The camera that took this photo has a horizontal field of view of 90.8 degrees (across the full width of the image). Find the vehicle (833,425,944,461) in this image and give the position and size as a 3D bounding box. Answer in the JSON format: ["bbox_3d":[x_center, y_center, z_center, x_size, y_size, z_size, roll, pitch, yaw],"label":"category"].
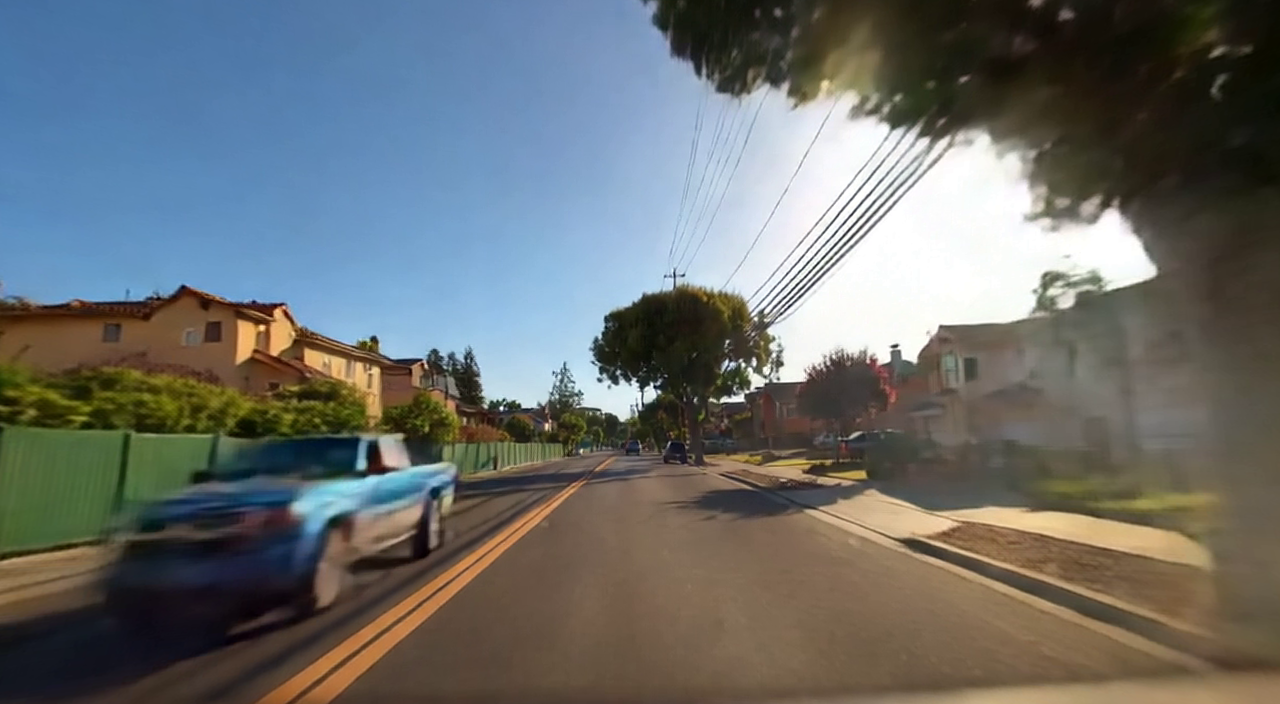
[{"bbox_3d":[12.545,4.626,32.155,4.701,1.745,2.083,-1,-8,2],"label":"vehicle"}]

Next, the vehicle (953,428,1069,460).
[{"bbox_3d":[18.783,4.672,32.164,4.558,1.554,1.990,0,-9,4],"label":"vehicle"}]

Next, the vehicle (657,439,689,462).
[{"bbox_3d":[2.502,7.558,48.678,2.108,1.710,4.499,0,-8,-2],"label":"vehicle"}]

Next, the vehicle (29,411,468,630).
[{"bbox_3d":[-3.613,1.615,7.104,2.146,1.657,4.351,0,-8,0],"label":"vehicle"}]
